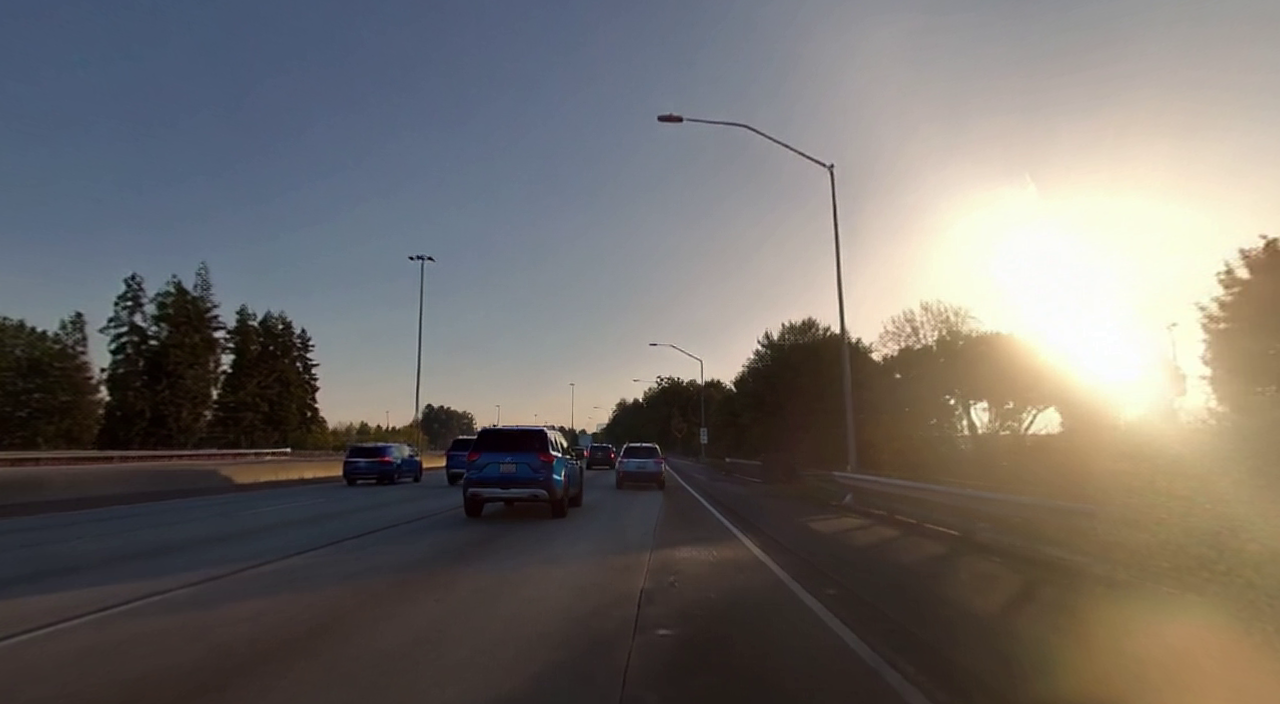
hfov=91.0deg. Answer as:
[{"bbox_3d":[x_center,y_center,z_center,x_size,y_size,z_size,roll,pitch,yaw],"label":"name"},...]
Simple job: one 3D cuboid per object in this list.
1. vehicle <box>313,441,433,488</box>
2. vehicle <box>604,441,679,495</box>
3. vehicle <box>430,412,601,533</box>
[{"bbox_3d":[-9.316,3.946,22.487,2.126,1.480,4.589,0,-9,3],"label":"vehicle"},{"bbox_3d":[0.089,3.524,19.535,2.068,1.488,4.045,0,-9,1],"label":"vehicle"},{"bbox_3d":[-1.997,2.114,11.546,2.123,1.798,4.108,0,-9,2],"label":"vehicle"}]
